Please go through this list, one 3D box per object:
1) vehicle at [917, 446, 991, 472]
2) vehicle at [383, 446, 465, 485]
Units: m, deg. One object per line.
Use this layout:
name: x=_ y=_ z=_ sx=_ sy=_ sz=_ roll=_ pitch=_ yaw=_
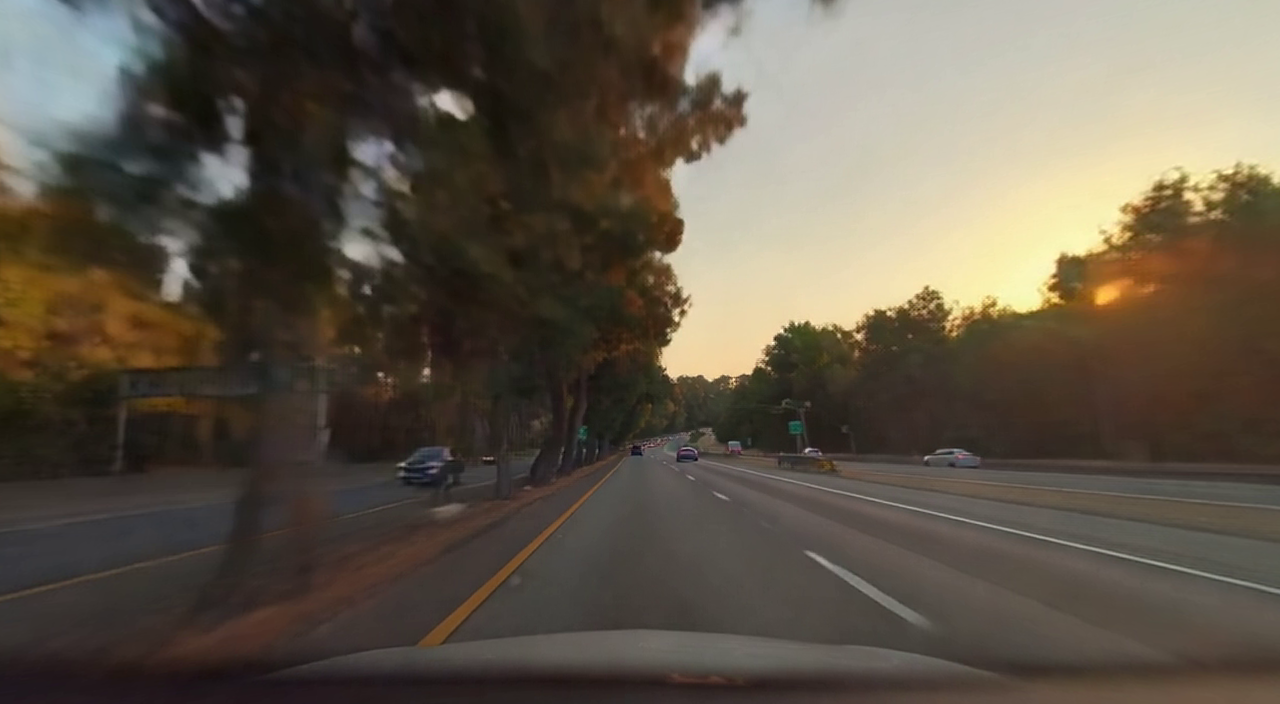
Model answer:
vehicle: x=17.586 y=5.990 z=35.497 sx=1.926 sy=1.386 sz=3.719 roll=1 pitch=-9 yaw=-6
vehicle: x=-9.443 y=4.969 z=27.961 sx=2.090 sy=1.571 sz=4.252 roll=0 pitch=-9 yaw=0
